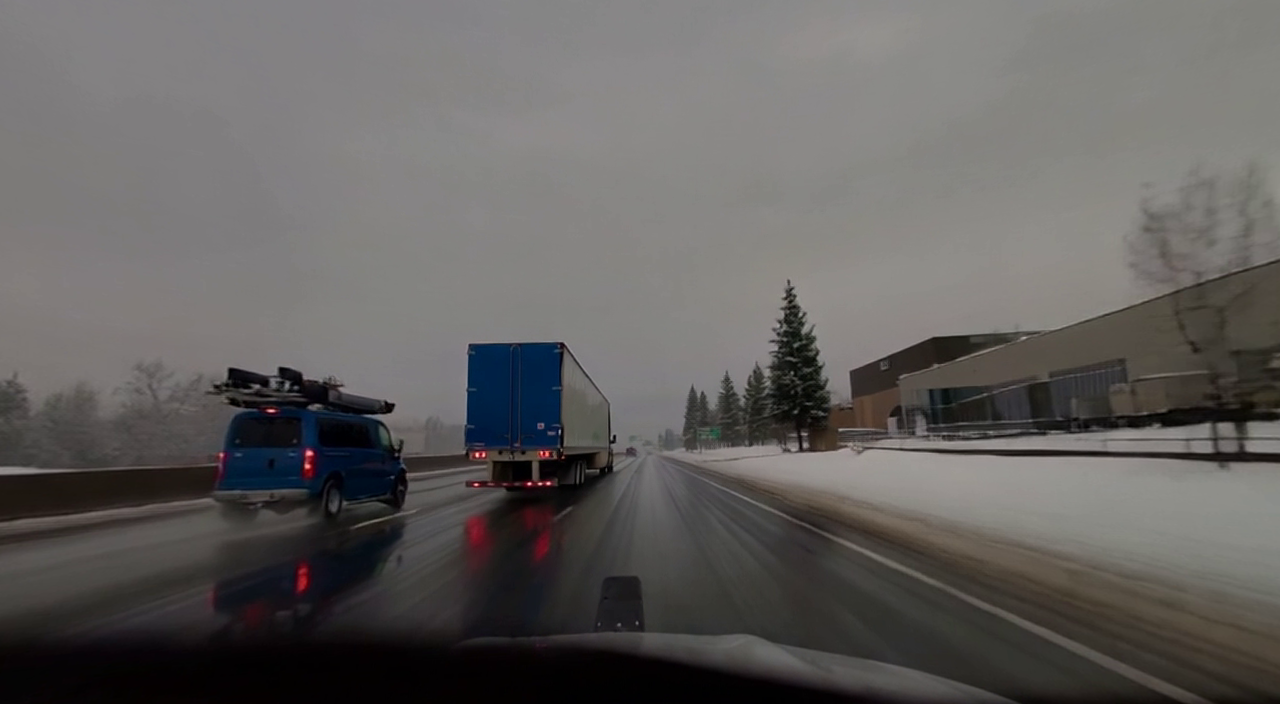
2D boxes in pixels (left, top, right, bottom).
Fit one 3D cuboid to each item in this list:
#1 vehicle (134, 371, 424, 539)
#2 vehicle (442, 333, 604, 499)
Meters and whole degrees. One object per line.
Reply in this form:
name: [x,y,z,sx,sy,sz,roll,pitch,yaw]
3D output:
vehicle: [-6.809,2.075,13.166,2.385,2.672,6.049,0,-8,0]
vehicle: [-3.404,2.779,24.084,2.939,4.132,16.303,1,-8,0]
